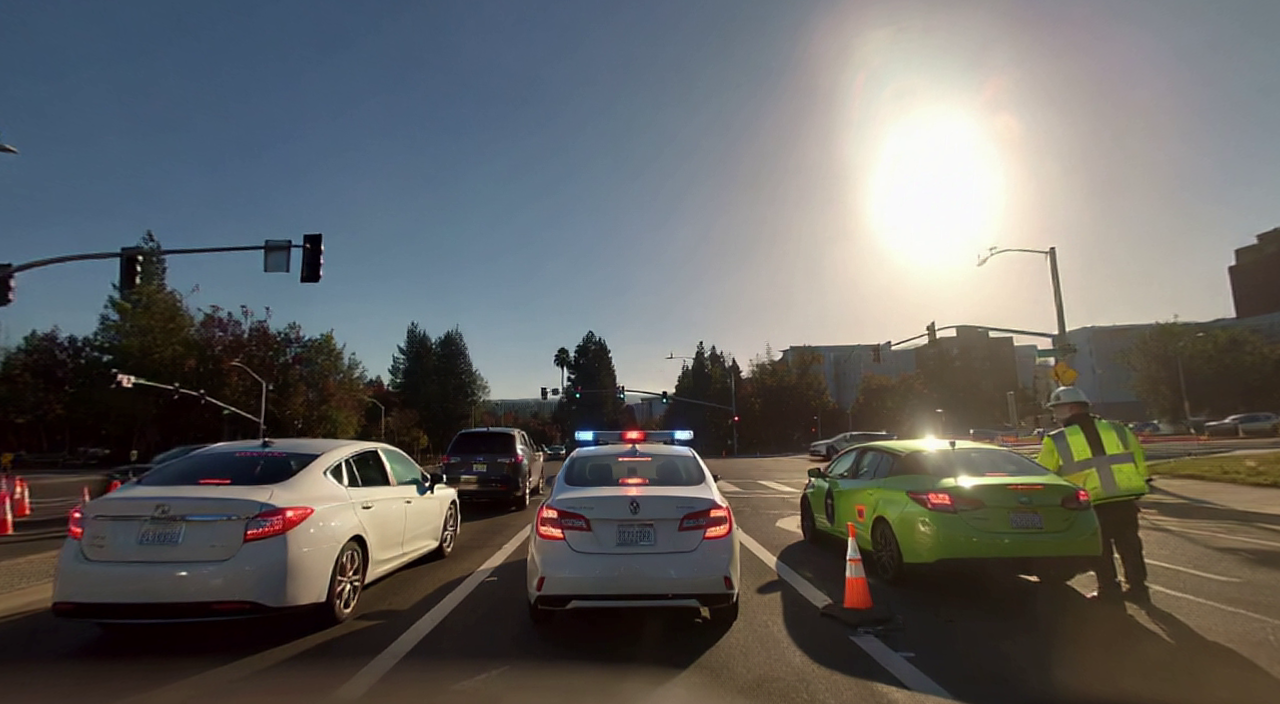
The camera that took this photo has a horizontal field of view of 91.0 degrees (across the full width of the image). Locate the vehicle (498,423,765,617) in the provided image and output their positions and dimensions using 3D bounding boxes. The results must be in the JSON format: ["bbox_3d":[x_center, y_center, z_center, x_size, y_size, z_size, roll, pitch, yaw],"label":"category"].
[{"bbox_3d":[-0.109,1.626,7.110,2.061,1.486,4.332,0,-8,-1],"label":"vehicle"}]

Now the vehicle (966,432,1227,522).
[{"bbox_3d":[9.371,2.579,13.602,1.957,1.576,4.670,0,-9,-3],"label":"vehicle"}]

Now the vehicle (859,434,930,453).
[{"bbox_3d":[20.131,7.264,49.917,4.827,1.484,1.883,0,-9,0],"label":"vehicle"}]

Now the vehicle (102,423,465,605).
[{"bbox_3d":[-3.598,1.678,7.407,1.863,1.526,4.006,0,-9,1],"label":"vehicle"}]
